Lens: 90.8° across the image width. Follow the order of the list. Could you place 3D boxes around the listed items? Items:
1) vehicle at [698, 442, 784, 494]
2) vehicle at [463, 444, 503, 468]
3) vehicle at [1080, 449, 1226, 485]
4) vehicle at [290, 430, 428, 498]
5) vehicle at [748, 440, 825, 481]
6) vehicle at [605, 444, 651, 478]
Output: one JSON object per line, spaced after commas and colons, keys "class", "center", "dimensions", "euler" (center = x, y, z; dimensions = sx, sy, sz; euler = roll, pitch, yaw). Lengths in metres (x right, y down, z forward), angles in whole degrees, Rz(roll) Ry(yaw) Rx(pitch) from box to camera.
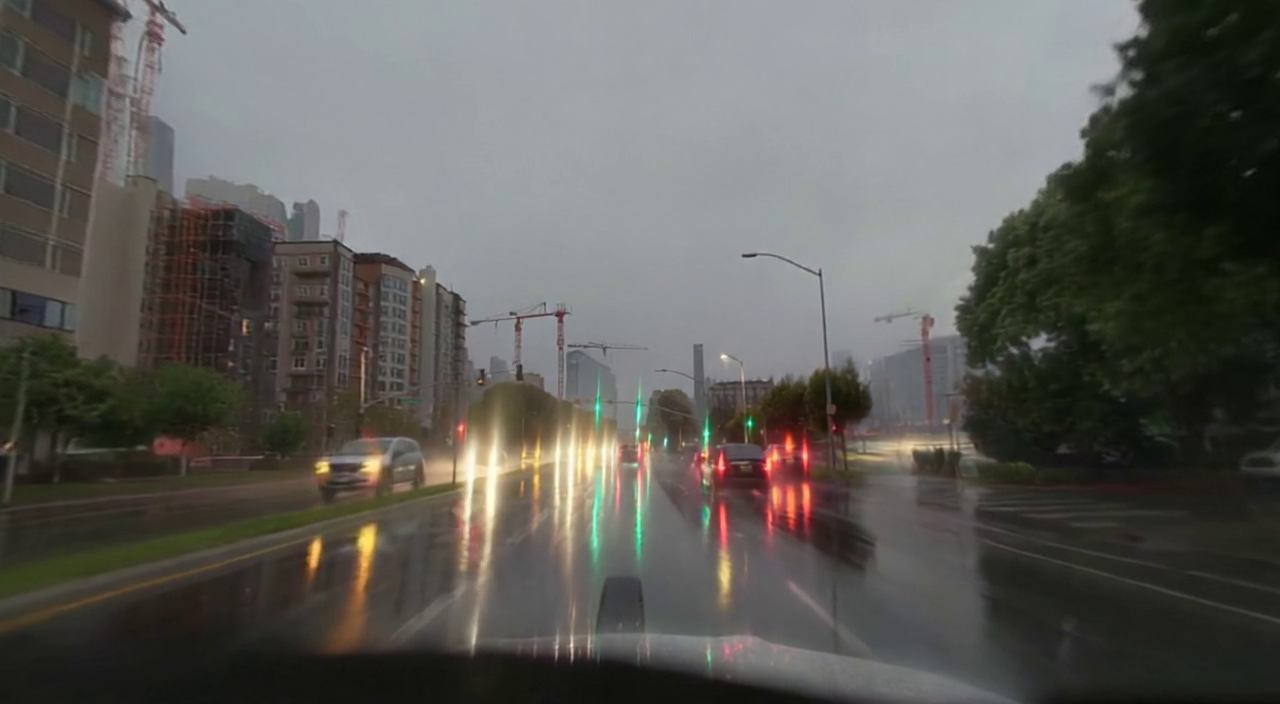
{"class": "vehicle", "center": [3.067, 3.609, 20.024], "dimensions": [1.910, 1.474, 4.003], "euler": [0, -9, -2]}
{"class": "vehicle", "center": [-12.138, 8.070, 49.162], "dimensions": [1.975, 1.714, 4.638], "euler": [0, -9, 0]}
{"class": "vehicle", "center": [19.068, 4.277, 23.620], "dimensions": [3.839, 1.281, 1.836], "euler": [0, -9, 0]}
{"class": "vehicle", "center": [-8.525, 3.446, 19.759], "dimensions": [2.111, 1.832, 4.778], "euler": [0, -9, 0]}
{"class": "vehicle", "center": [7.165, 5.360, 31.552], "dimensions": [2.317, 1.852, 5.530], "euler": [0, -9, -2]}
{"class": "vehicle", "center": [-0.566, 5.088, 29.783], "dimensions": [2.006, 1.487, 3.535], "euler": [0, -9, -1]}
